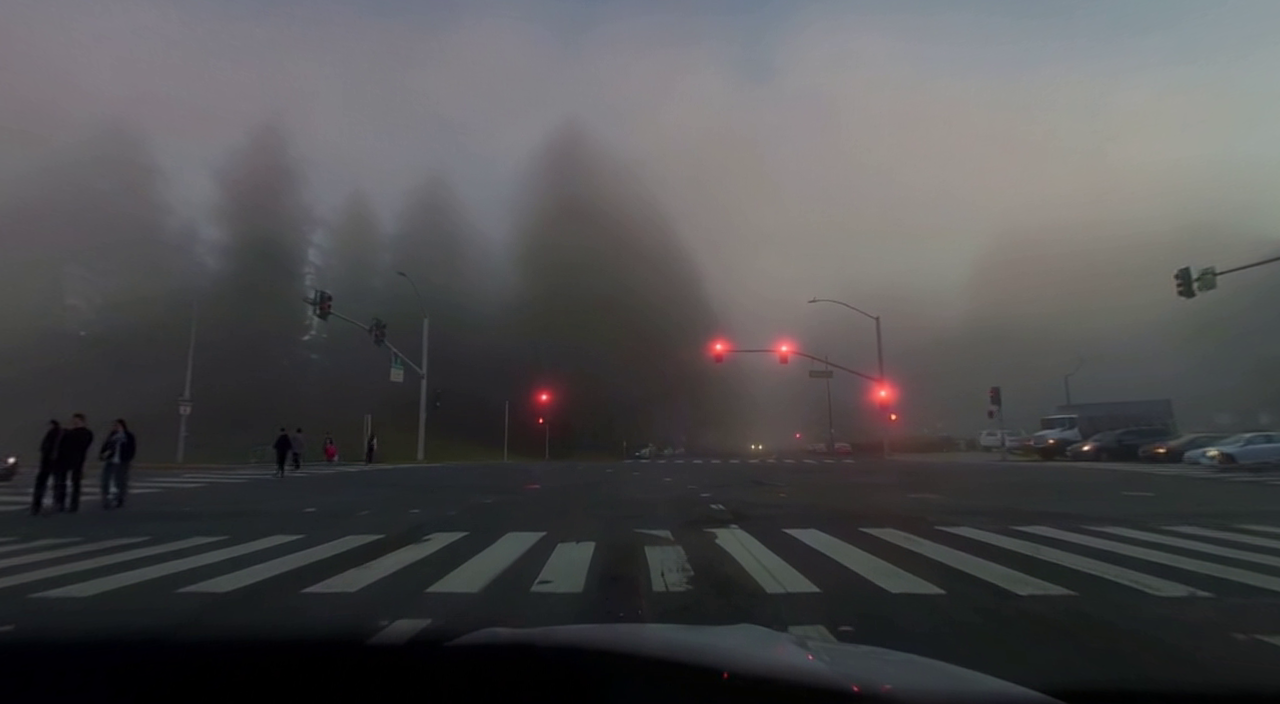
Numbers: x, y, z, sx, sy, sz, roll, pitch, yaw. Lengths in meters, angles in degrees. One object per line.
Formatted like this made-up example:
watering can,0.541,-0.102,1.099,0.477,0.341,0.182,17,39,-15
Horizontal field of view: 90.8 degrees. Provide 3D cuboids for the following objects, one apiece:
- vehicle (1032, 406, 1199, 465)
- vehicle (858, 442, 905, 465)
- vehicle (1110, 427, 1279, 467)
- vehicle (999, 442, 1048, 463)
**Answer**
vehicle,23.019,4.107,30.850,5.855,2.746,2.523,-1,-9,4
vehicle,17.598,7.432,46.276,1.789,1.557,4.293,0,-9,1
vehicle,21.389,3.670,24.474,4.740,1.464,1.876,-1,-9,3
vehicle,27.764,7.274,45.814,1.589,1.405,3.633,-1,-9,6
